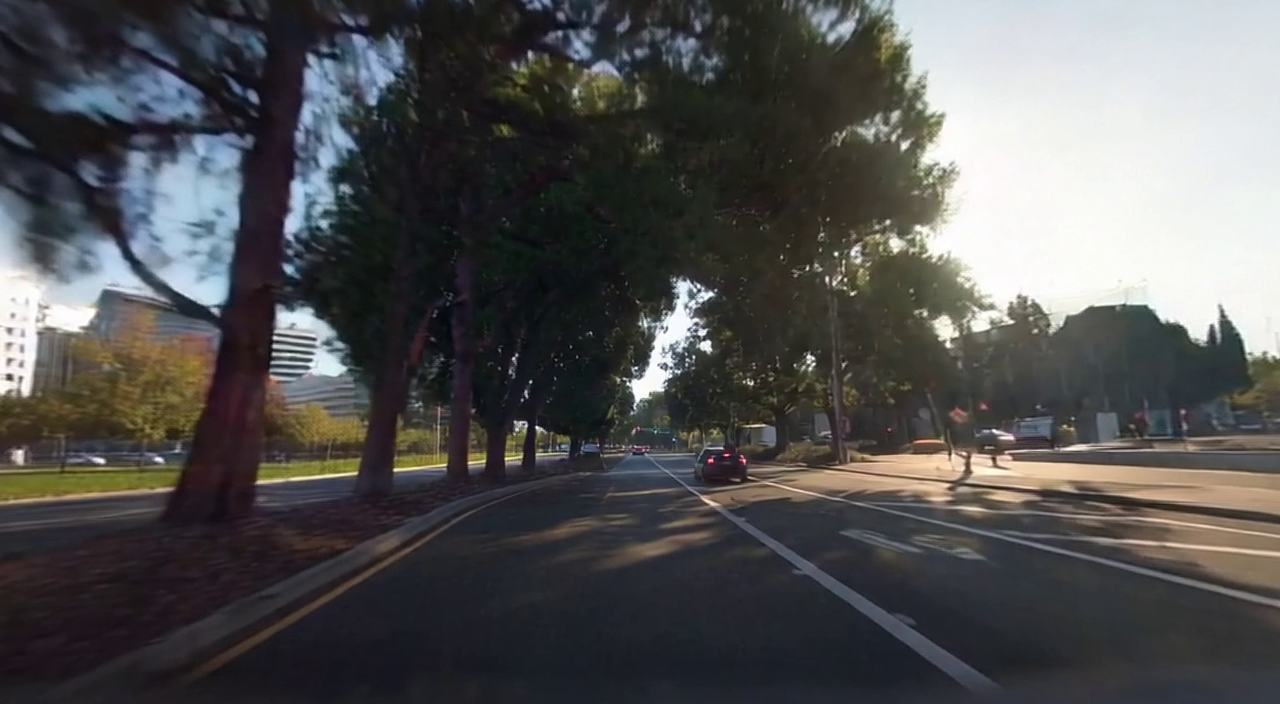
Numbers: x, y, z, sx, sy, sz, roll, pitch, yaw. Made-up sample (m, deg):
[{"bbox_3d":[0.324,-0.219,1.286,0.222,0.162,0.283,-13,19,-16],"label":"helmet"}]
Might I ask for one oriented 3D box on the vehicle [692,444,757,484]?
[{"bbox_3d":[3.364,4.541,25.960,1.948,1.479,4.620,0,-8,-1],"label":"vehicle"}]
